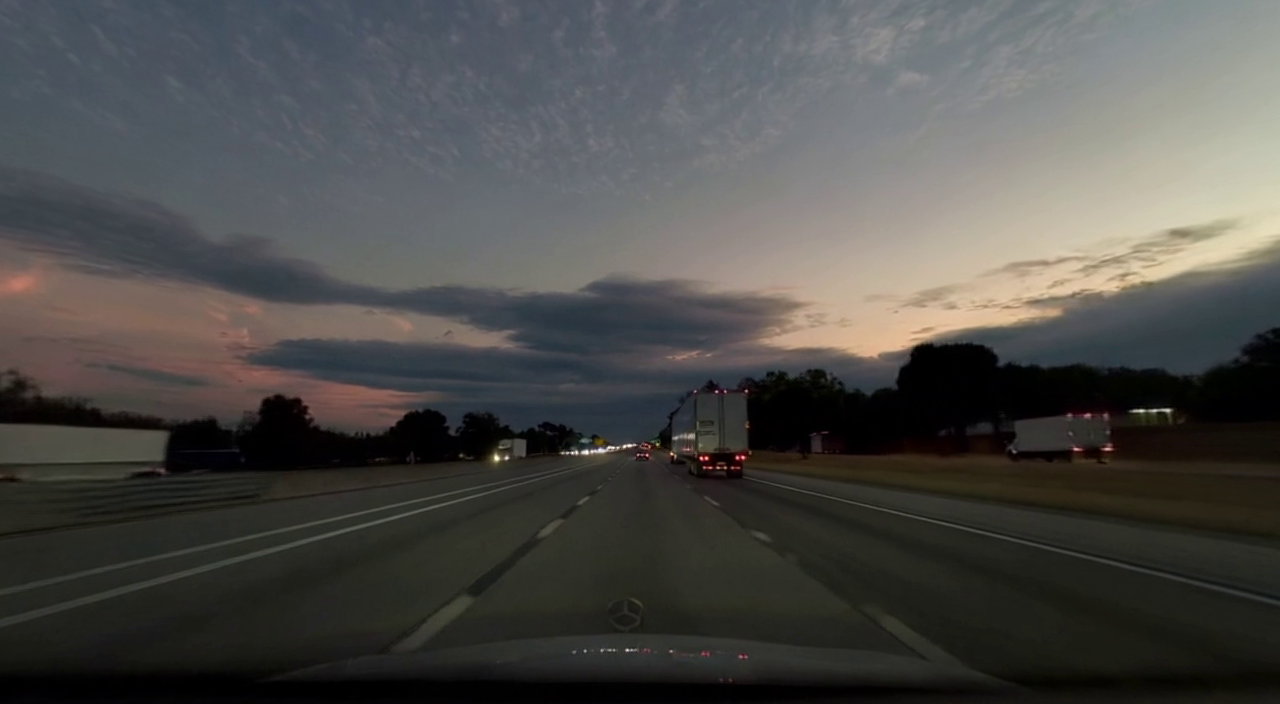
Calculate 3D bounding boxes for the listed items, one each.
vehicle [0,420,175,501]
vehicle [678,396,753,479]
[{"bbox_3d":[-33.446,6.083,35.480,3.313,3.977,14.449,0,-9,2],"label":"vehicle"},{"bbox_3d":[4.320,5.393,39.243,3.058,4.312,12.251,0,-9,0],"label":"vehicle"}]
